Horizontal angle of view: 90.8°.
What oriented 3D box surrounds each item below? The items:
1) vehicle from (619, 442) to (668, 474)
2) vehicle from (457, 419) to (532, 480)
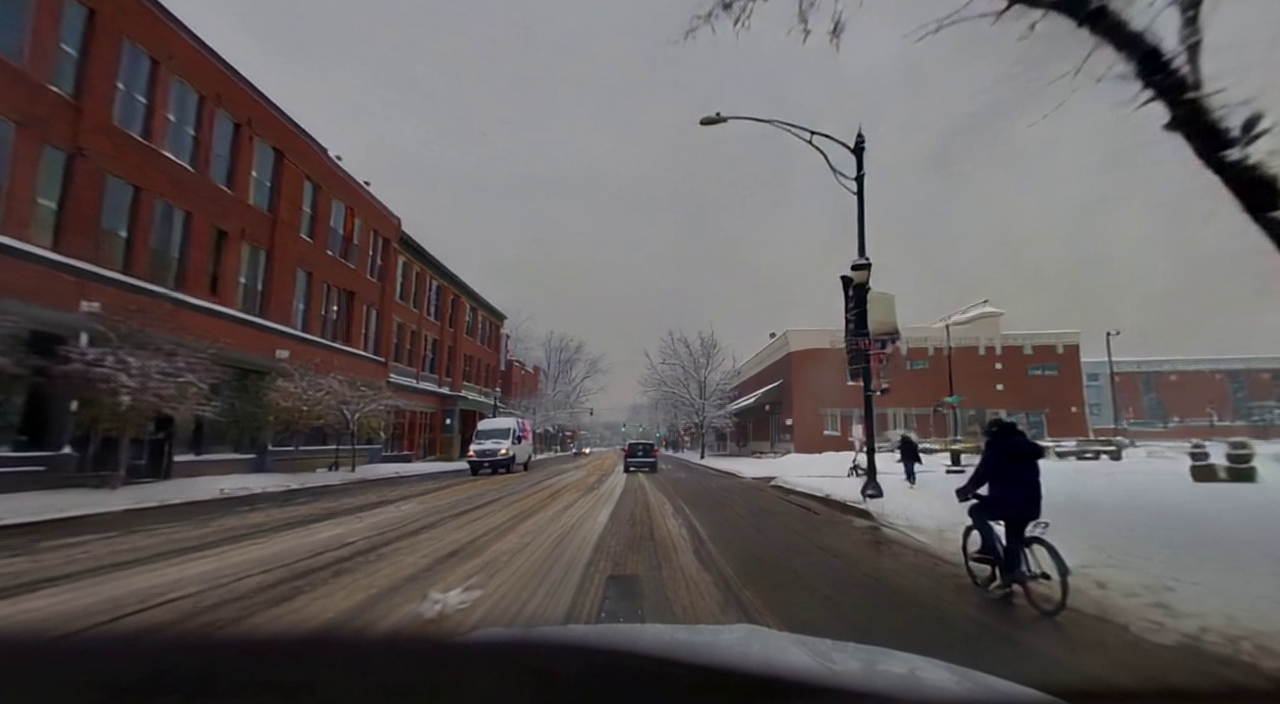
[{"bbox_3d":[0.192,5.563,33.365,2.356,1.572,4.810,0,-8,1],"label":"vehicle"},{"bbox_3d":[-6.833,4.644,30.456,2.418,2.620,5.522,-1,-8,-1],"label":"vehicle"}]
